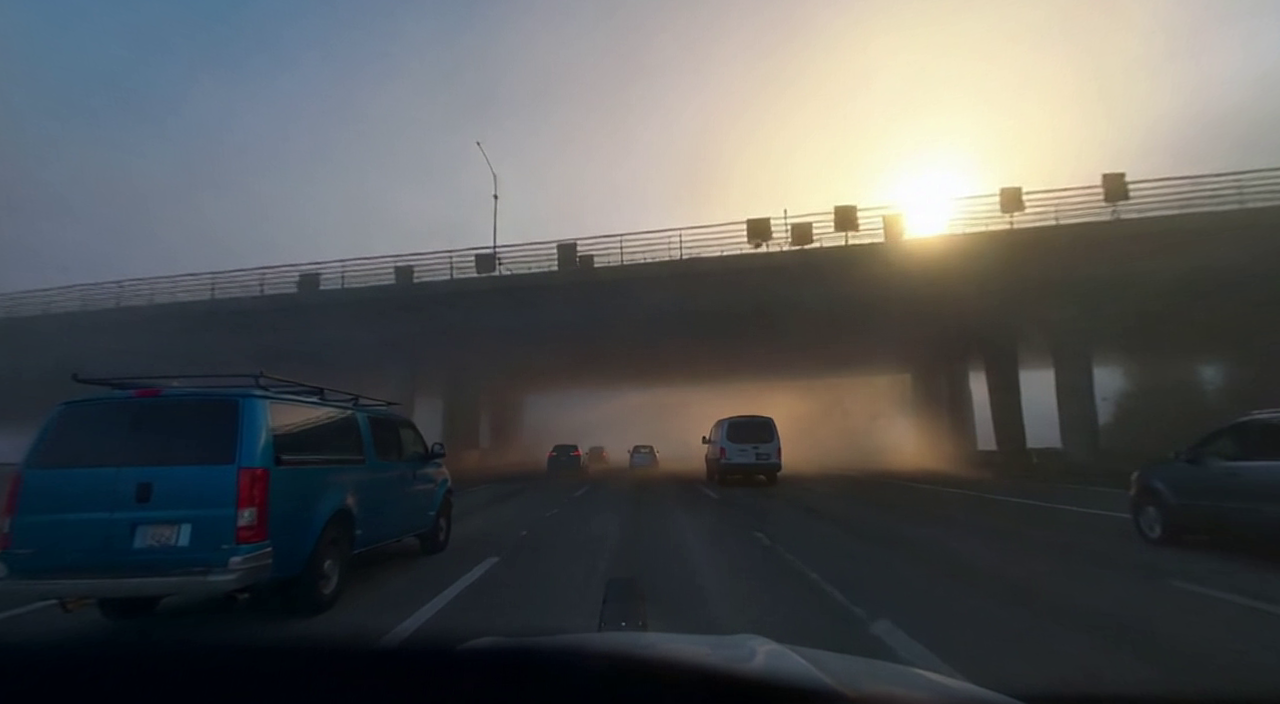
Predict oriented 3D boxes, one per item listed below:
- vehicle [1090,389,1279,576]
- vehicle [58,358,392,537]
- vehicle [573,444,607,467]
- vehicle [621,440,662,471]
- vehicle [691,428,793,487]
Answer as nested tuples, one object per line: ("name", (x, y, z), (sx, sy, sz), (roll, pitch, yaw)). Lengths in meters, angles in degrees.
("vehicle", (7.508, 1.248, 5.944), (2.304, 1.840, 5.706), (0, -9, 0))
("vehicle", (-7.588, 1.914, 12.868), (2.336, 2.708, 6.421), (0, -8, 0))
("vehicle", (-3.356, 7.059, 43.292), (1.970, 1.483, 4.071), (0, -9, 1))
("vehicle", (0.085, 5.759, 35.362), (2.115, 1.617, 4.102), (0, -9, 0))
("vehicle", (3.566, 3.888, 23.511), (2.777, 1.895, 5.710), (0, -9, -1))
